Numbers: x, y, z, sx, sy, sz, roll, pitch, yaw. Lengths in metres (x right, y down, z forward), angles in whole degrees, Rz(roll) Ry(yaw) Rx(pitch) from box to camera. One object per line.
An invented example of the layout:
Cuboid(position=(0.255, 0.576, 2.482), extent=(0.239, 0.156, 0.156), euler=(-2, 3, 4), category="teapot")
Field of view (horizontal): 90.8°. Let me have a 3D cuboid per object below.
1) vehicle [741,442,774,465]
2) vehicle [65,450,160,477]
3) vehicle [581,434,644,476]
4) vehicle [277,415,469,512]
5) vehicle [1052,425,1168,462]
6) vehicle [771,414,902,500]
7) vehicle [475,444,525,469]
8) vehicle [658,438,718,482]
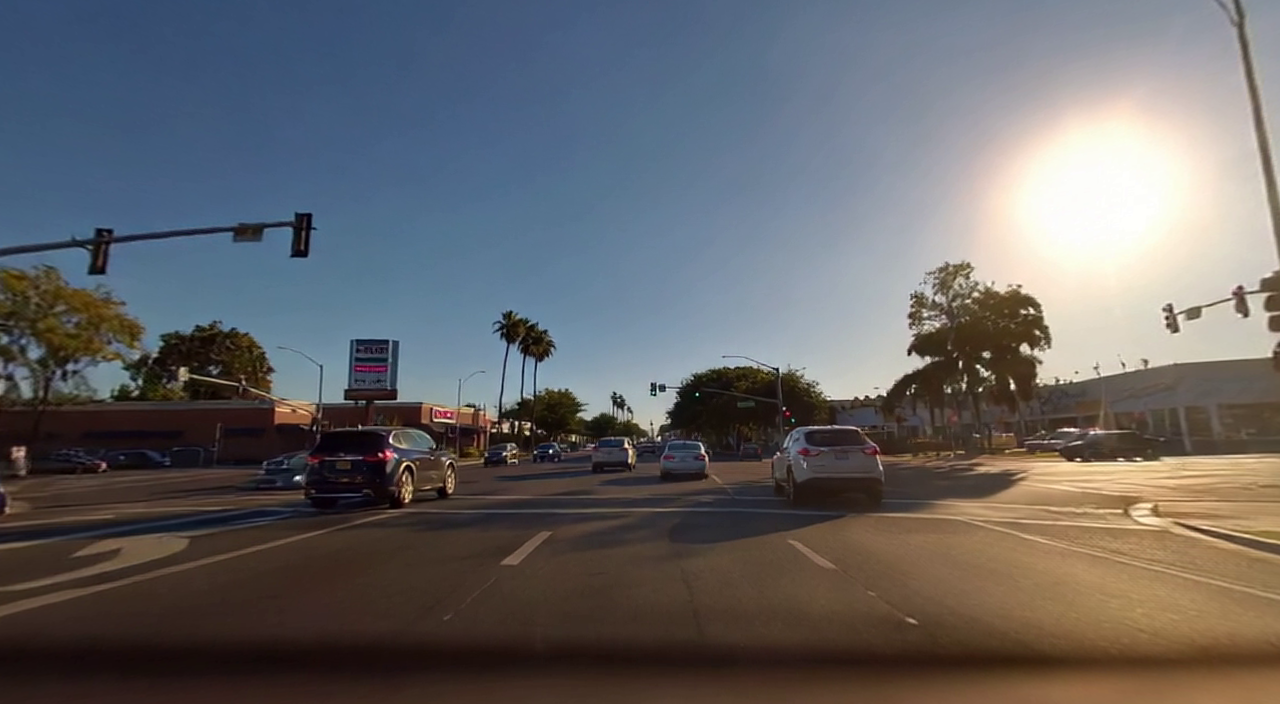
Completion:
Cuboid(position=(8.414, 7.259, 45.411), extent=(2.149, 1.532, 4.168), euler=(-2, -8, 8), category="vehicle")
Cuboid(position=(-34.797, 7.339, 41.695), extent=(4.942, 1.602, 2.111), euler=(-2, -8, 13), category="vehicle")
Cuboid(position=(-1.146, 4.670, 28.796), extent=(2.088, 1.746, 4.650), euler=(-1, -8, 8), category="vehicle")
Cuboid(position=(-5.883, 2.529, 14.746), extent=(2.127, 1.888, 4.637), euler=(-1, -8, 5), category="vehicle")
Cuboid(position=(25.729, 5.053, 34.753), extent=(4.557, 1.848, 2.008), euler=(-2, -9, 8), category="vehicle")
Cuboid(position=(5.029, 2.790, 17.108), extent=(2.267, 1.931, 5.145), euler=(-1, -8, 5), category="vehicle")
Cuboid(position=(-9.852, 7.278, 44.193), extent=(2.041, 1.660, 4.371), euler=(5, -10, -31), category="vehicle")
Cuboid(position=(1.868, 4.034, 23.917), extent=(2.057, 1.492, 3.825), euler=(-1, -8, 6), category="vehicle")
